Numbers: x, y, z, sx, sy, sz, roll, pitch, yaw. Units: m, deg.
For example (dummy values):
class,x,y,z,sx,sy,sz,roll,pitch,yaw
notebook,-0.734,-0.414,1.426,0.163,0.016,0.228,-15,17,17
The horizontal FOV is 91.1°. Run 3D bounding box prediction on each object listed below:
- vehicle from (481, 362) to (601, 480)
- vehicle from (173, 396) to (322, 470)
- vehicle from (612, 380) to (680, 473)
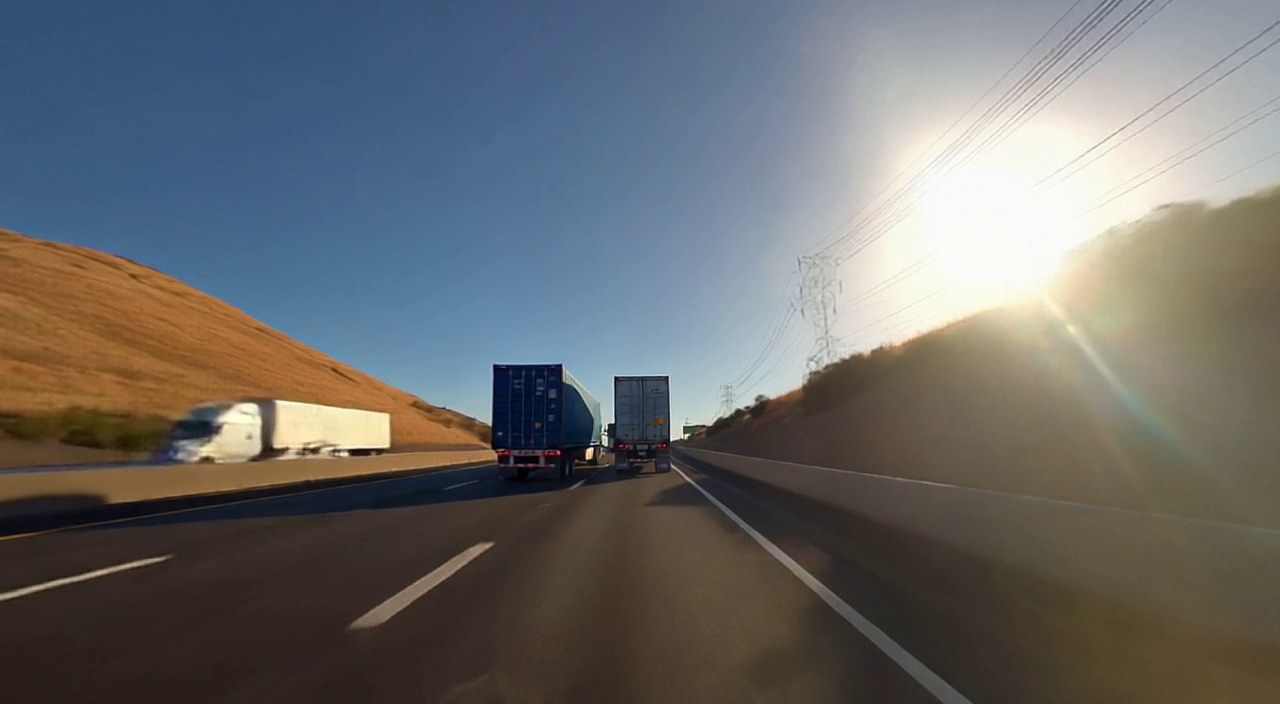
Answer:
class,x,y,z,sx,sy,sz,roll,pitch,yaw
vehicle,-3.872,3.361,28.698,3.065,4.105,13.706,0,-8,1
vehicle,-21.734,4.640,35.542,3.000,3.656,8.290,0,-8,0
vehicle,0.166,4.145,33.913,3.006,4.120,11.586,0,-8,-1
